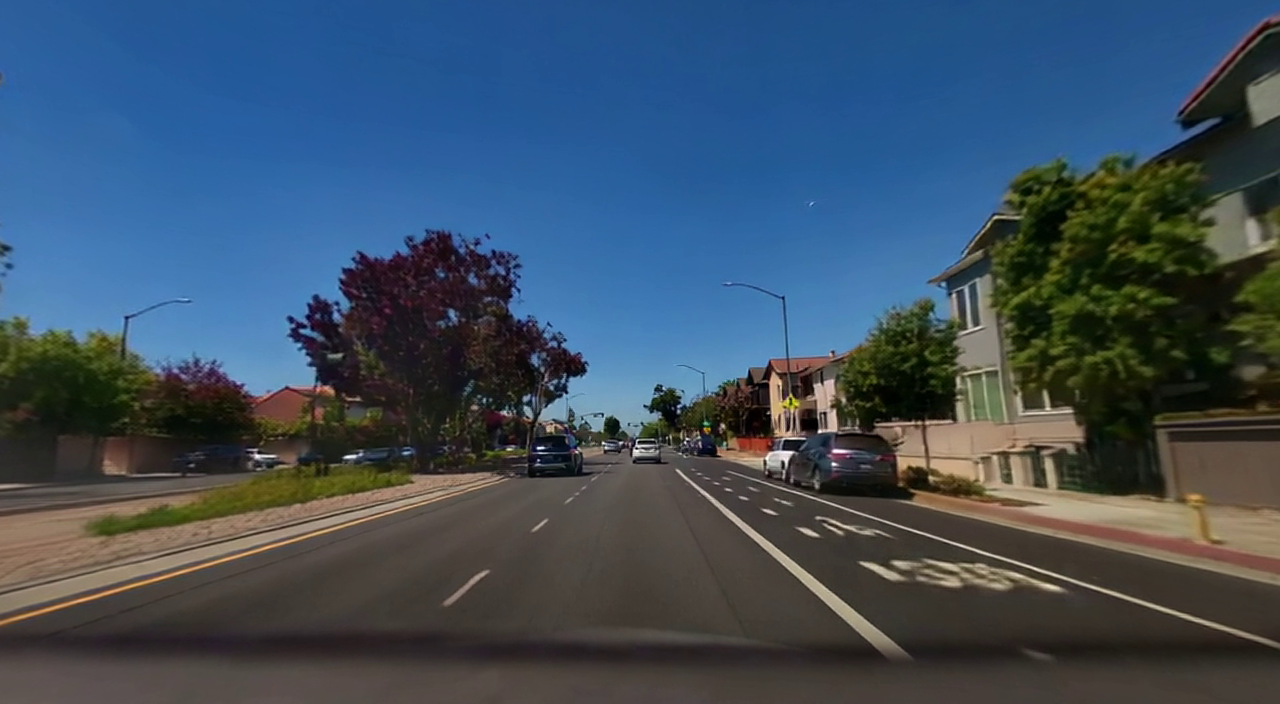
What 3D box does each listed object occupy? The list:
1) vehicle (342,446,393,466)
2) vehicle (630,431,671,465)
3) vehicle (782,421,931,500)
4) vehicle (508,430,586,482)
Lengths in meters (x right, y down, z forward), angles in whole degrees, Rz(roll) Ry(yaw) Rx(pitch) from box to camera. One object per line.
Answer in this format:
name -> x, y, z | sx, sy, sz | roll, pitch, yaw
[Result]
vehicle -> -19.669, 7.493, 45.739 | 1.739, 1.397, 4.268 | 0, -8, 1
vehicle -> 0.599, 5.674, 37.310 | 2.273, 1.851, 5.075 | 0, -8, 0
vehicle -> 5.806, 3.019, 17.965 | 2.217, 1.874, 5.660 | 0, -8, 0
vehicle -> -3.443, 3.958, 24.315 | 2.233, 1.775, 4.491 | 0, -8, 1
